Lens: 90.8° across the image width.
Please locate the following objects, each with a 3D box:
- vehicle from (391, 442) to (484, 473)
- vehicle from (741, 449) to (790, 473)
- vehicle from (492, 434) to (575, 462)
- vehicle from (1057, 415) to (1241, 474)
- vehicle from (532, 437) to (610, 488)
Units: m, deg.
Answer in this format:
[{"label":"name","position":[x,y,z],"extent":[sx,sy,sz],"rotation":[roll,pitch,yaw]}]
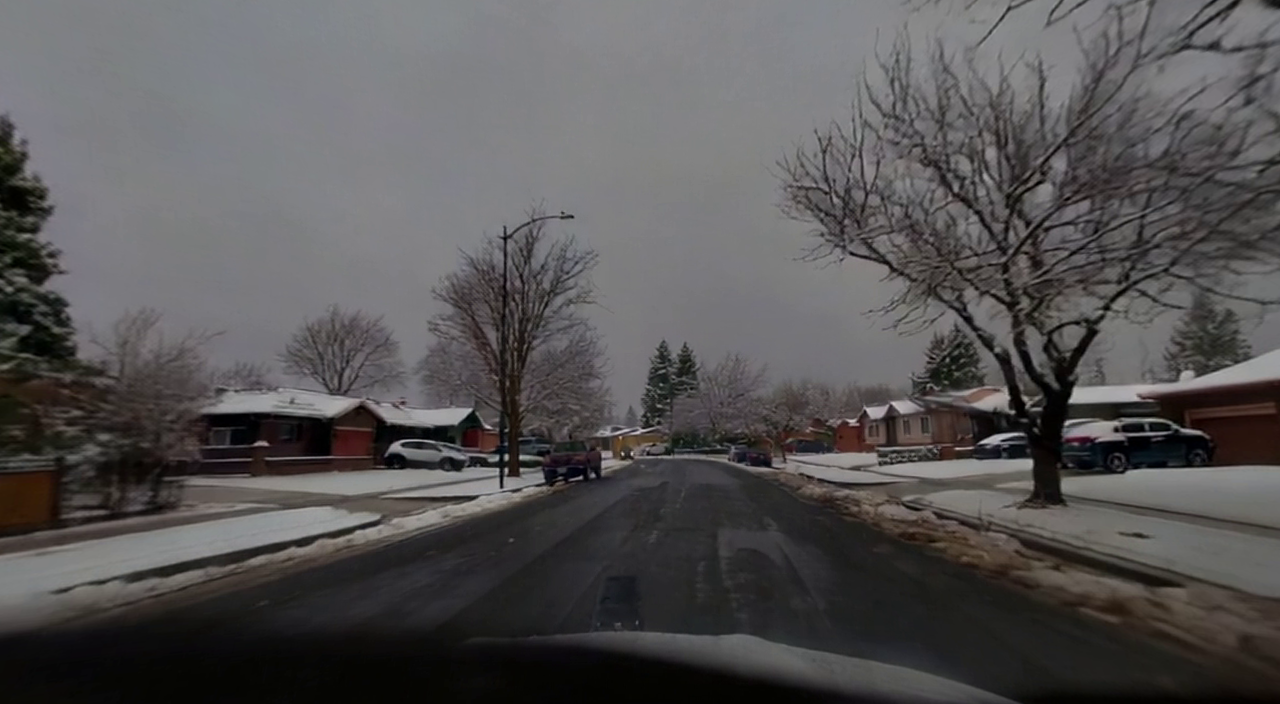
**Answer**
[{"label":"vehicle","position":[-10.332,5.388,32.414],"extent":[4.376,1.458,2.046],"rotation":[2,-8,-17]},{"label":"vehicle","position":[7.952,6.979,40.577],"extent":[1.984,1.437,4.726],"rotation":[0,-9,-3]},{"label":"vehicle","position":[-8.279,7.435,49.158],"extent":[6.197,1.824,2.113],"rotation":[-1,-9,-11]},{"label":"vehicle","position":[15.829,2.891,19.763],"extent":[4.384,1.688,1.956],"rotation":[1,-8,-10]},{"label":"vehicle","position":[-2.675,4.427,25.822],"extent":[2.215,1.859,4.765],"rotation":[-1,-8,6]}]
